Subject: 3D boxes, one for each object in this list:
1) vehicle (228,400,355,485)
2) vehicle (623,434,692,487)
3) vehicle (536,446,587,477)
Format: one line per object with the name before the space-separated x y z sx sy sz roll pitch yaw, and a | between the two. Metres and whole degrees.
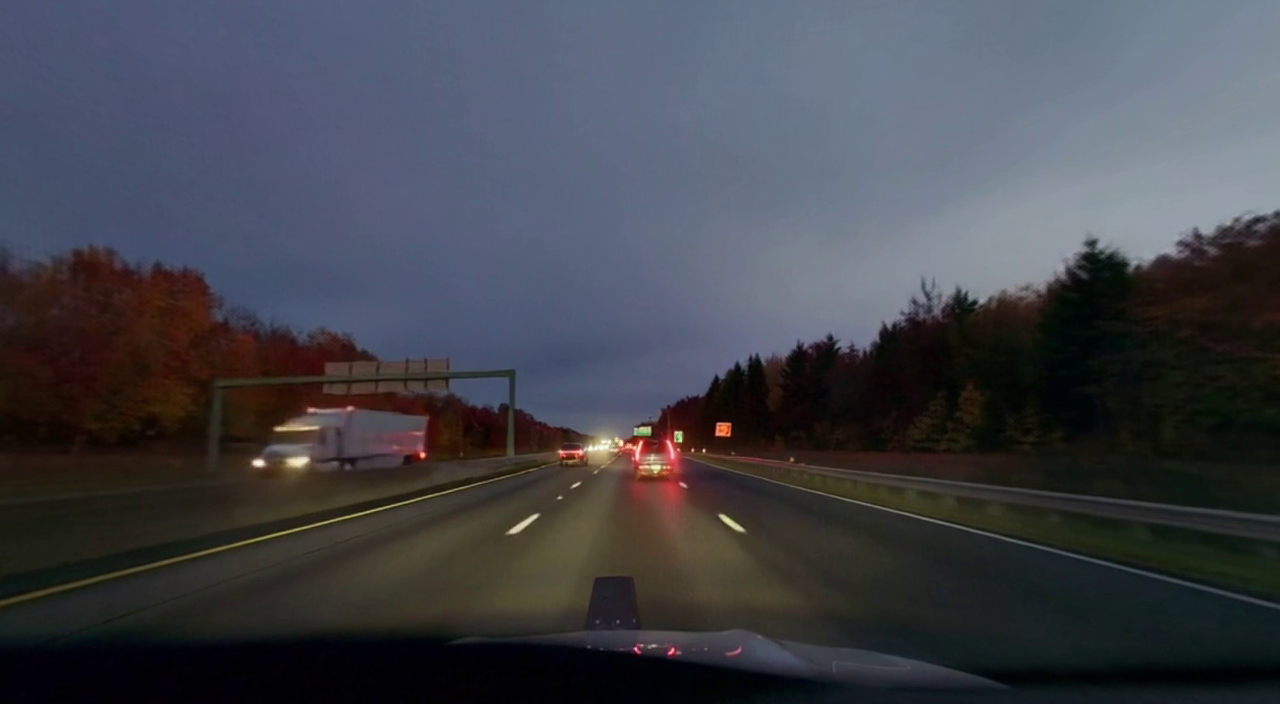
vehicle | -17.650 4.701 32.402 2.868 3.942 6.422 0 -9 -2
vehicle | 0.554 3.895 22.725 2.250 1.718 4.358 0 -9 -1
vehicle | -3.838 5.435 31.202 2.037 1.418 3.793 0 -9 0
